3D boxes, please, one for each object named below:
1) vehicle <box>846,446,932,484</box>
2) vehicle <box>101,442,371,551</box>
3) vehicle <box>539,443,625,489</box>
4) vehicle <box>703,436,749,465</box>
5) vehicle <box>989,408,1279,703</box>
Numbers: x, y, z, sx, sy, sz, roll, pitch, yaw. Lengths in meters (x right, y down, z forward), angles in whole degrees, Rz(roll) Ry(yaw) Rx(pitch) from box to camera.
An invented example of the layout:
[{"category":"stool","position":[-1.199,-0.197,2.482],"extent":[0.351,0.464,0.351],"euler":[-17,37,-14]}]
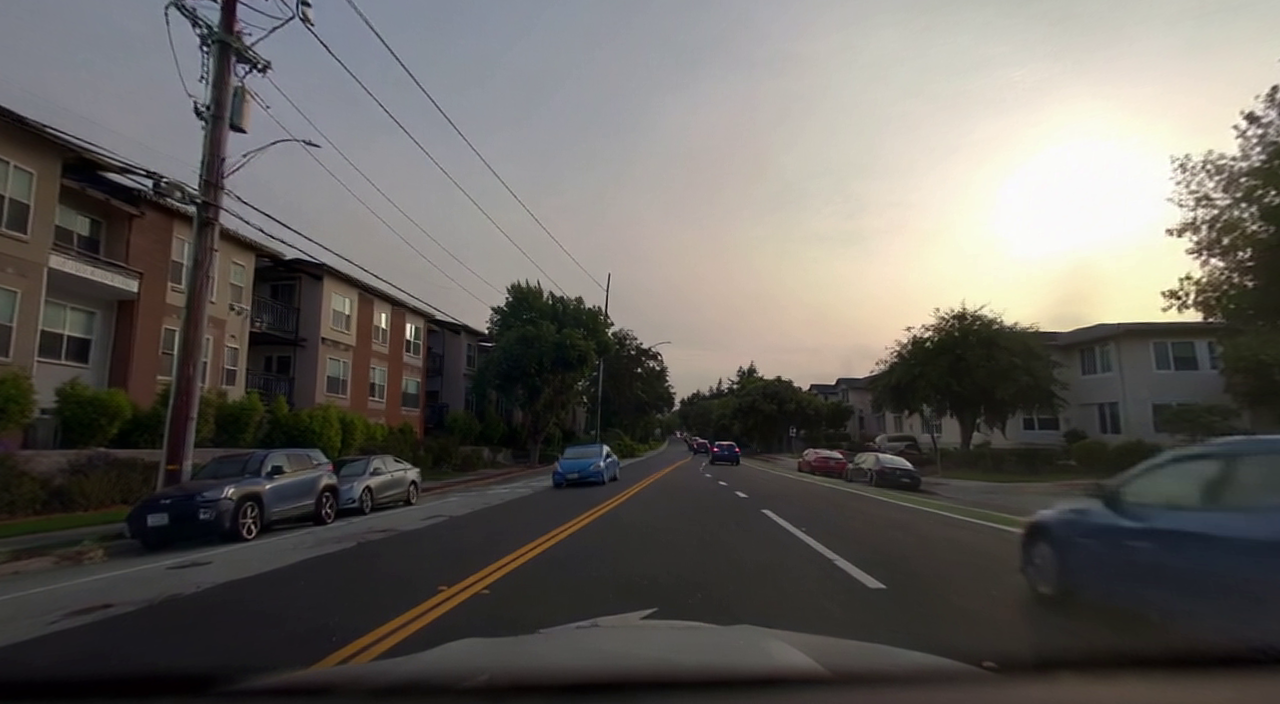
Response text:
[{"category":"vehicle","position":[10.519,4.775,26.939],"extent":[1.935,1.478,4.711],"euler":[-1,-8,3]},{"category":"vehicle","position":[-7.907,2.812,13.082],"extent":[2.381,1.825,4.652],"euler":[-1,-8,2]},{"category":"vehicle","position":[-1.920,3.991,22.390],"extent":[2.155,1.436,4.501],"euler":[-1,-8,7]},{"category":"vehicle","position":[5.464,6.355,40.560],"extent":[2.306,1.719,4.805],"euler":[0,-8,1]},{"category":"vehicle","position":[4.138,1.090,3.462],"extent":[2.052,1.506,4.432],"euler":[-1,-8,3]}]
